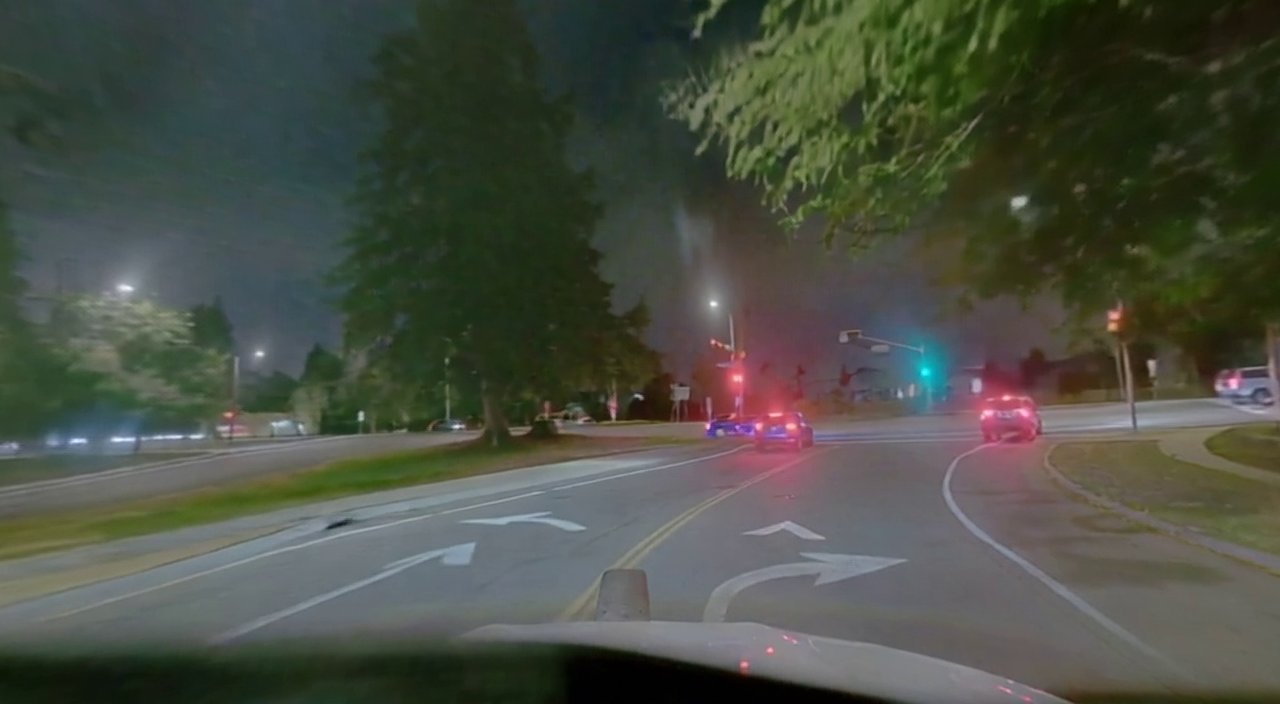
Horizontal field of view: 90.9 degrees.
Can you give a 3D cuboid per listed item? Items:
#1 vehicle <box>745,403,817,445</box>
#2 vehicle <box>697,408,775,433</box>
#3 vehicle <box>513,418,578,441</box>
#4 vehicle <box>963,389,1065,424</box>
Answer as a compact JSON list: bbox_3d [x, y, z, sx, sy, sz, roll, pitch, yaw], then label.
[{"bbox_3d":[6.421,3.322,28.318,1.928,1.726,4.704,-5,-10,28],"label":"vehicle"},{"bbox_3d":[6.454,4.595,42.327,4.757,1.442,1.858,-5,-5,27],"label":"vehicle"},{"bbox_3d":[-7.315,5.998,48.792,4.610,1.476,2.021,-4,-2,26],"label":"vehicle"},{"bbox_3d":[20.647,3.033,35.045,4.636,1.668,1.935,-5,-6,28],"label":"vehicle"}]
